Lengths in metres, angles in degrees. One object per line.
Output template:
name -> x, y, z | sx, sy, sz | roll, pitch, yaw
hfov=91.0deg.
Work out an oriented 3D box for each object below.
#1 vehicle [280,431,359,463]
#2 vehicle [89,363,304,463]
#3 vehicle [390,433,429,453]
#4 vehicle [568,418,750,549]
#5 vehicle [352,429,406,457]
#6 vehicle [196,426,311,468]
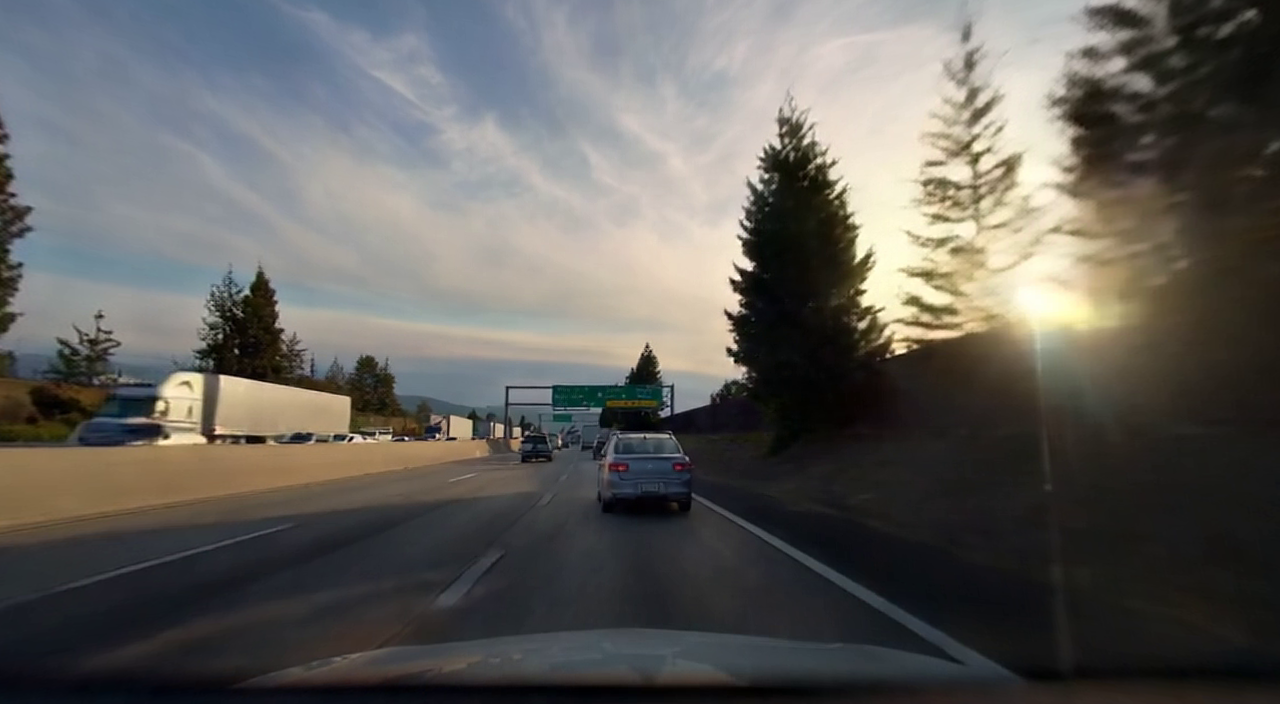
vehicle -> -16.035, 4.783, 31.714 | 1.903, 1.473, 4.391 | 0, -8, -4
vehicle -> -19.931, 3.107, 29.620 | 3.032, 3.845, 10.740 | 0, -8, -5
vehicle -> -17.544, 6.955, 48.018 | 1.773, 1.481, 3.722 | 0, -8, -4
vehicle -> 0.080, 1.856, 9.650 | 2.127, 1.497, 4.445 | 0, -8, -4
vehicle -> -16.767, 5.877, 40.642 | 1.895, 1.683, 4.224 | 0, -8, -4
vehicle -> -15.339, 3.791, 25.286 | 1.921, 1.507, 4.664 | 0, -8, -4
